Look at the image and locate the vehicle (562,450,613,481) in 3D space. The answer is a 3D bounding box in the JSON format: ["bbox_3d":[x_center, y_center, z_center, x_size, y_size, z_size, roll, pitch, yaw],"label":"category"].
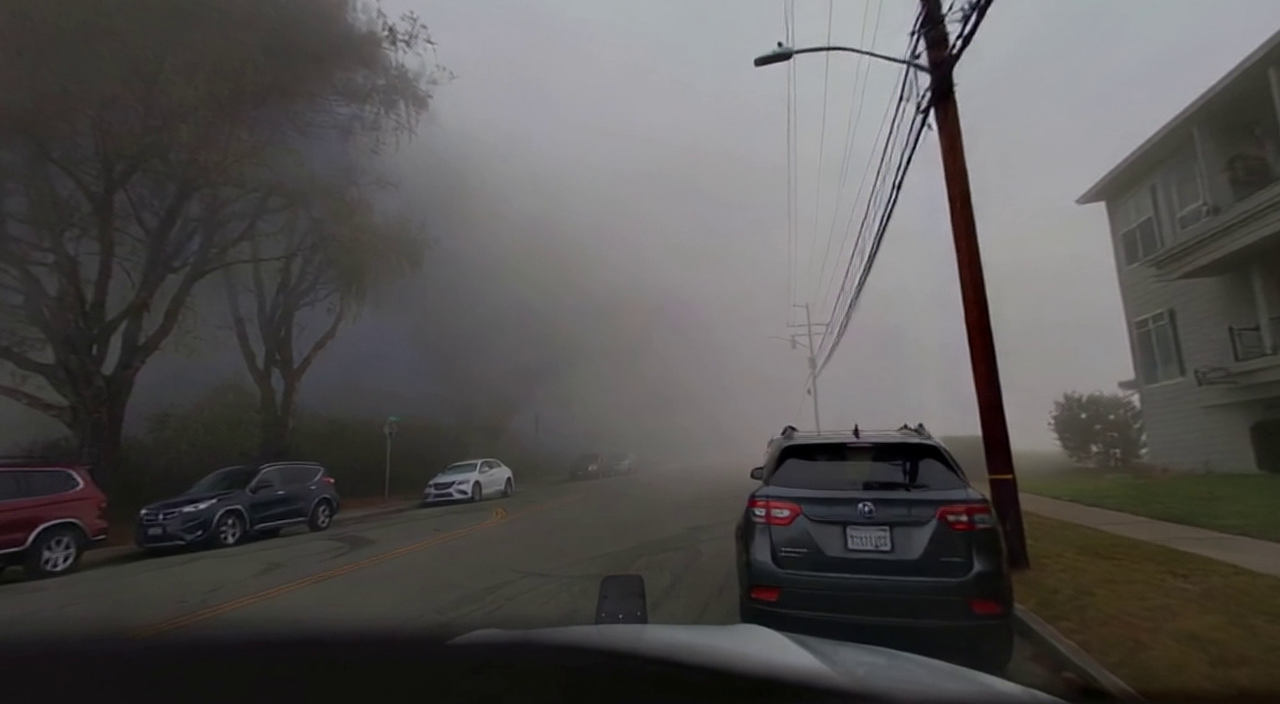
[{"bbox_3d":[-3.242,7.141,40.025,2.011,1.801,4.676,-2,-9,12],"label":"vehicle"}]

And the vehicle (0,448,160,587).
[{"bbox_3d":[-9.646,2.345,8.474,1.973,1.848,5.100,-9,-12,9],"label":"vehicle"}]

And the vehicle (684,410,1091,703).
[{"bbox_3d":[1.770,1.436,5.731,2.030,1.535,4.683,-2,-9,12],"label":"vehicle"}]

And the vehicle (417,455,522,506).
[{"bbox_3d":[-6.622,5.033,25.074,2.017,1.582,4.664,-9,-12,11],"label":"vehicle"}]

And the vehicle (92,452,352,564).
[{"bbox_3d":[-8.576,3.205,13.611,2.068,1.745,4.579,-9,-11,8],"label":"vehicle"}]
